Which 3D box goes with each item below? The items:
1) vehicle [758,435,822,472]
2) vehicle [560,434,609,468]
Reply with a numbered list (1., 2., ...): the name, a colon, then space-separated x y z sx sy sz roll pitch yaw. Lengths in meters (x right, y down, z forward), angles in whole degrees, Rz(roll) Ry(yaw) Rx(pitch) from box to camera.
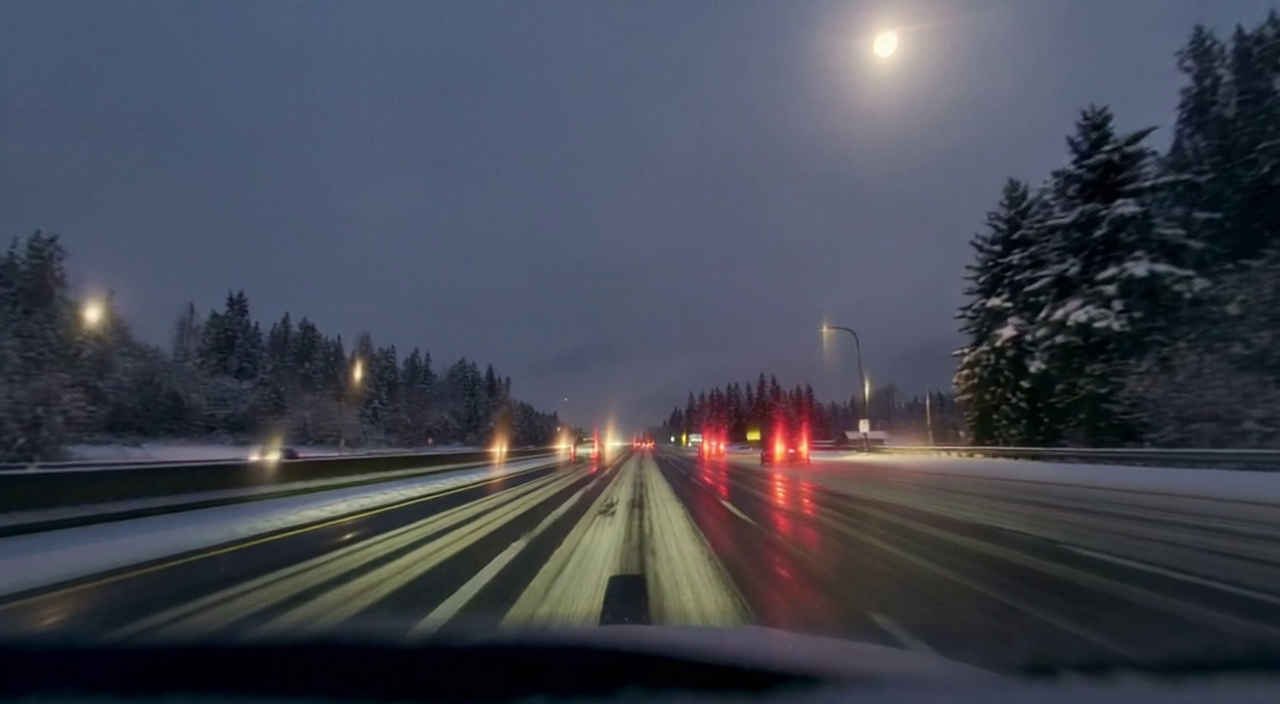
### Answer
1. vehicle: 7.391 5.053 31.433 2.063 1.706 4.259 0 -8 -1
2. vehicle: -3.291 6.051 38.715 2.453 1.952 5.320 0 -8 1
